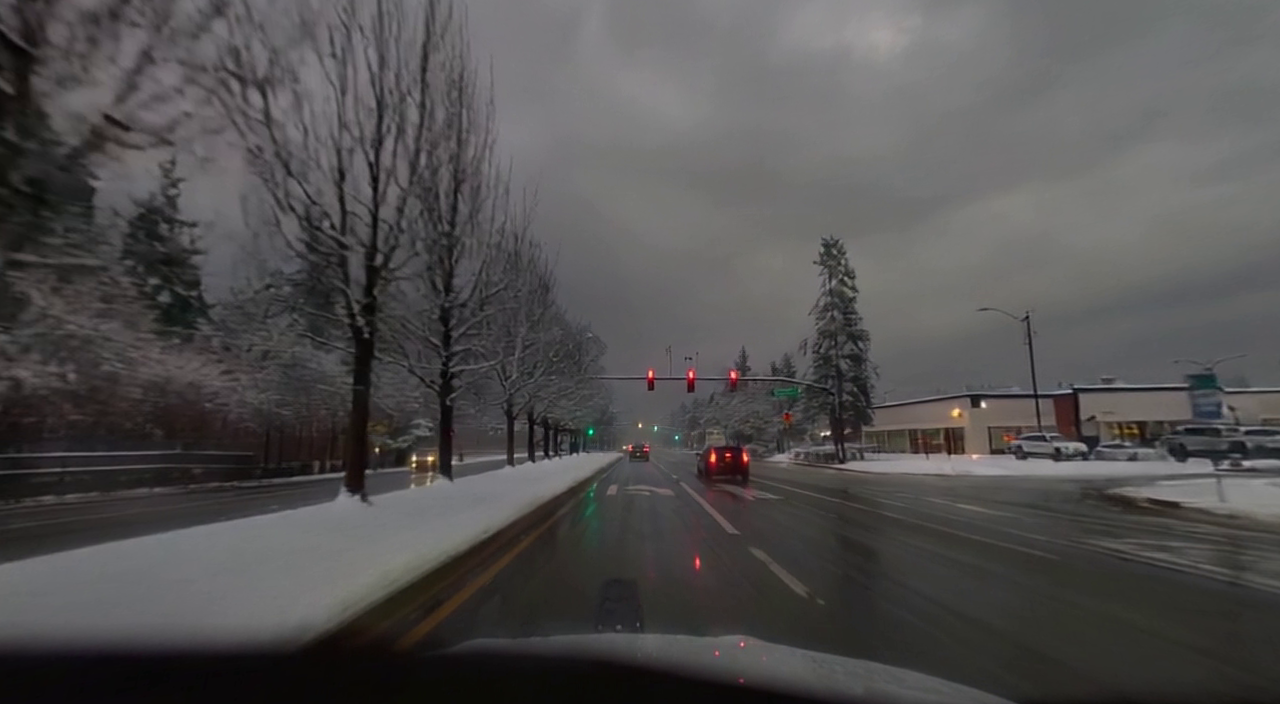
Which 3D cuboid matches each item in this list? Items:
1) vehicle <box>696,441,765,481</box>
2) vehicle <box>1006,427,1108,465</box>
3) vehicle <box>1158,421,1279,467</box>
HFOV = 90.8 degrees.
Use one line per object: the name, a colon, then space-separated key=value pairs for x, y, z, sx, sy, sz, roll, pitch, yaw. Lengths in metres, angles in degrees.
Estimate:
vehicle: x=3.555 y=4.388 z=25.689 sx=1.983 sy=1.482 sz=4.463 roll=0 pitch=-9 yaw=-2
vehicle: x=23.901 y=5.451 z=36.458 sx=4.534 sy=1.730 sz=1.942 roll=-10 pitch=-10 yaw=26
vehicle: x=28.716 y=4.570 z=31.343 sx=2.501 sy=2.045 sz=5.267 roll=-2 pitch=-9 yaw=14
